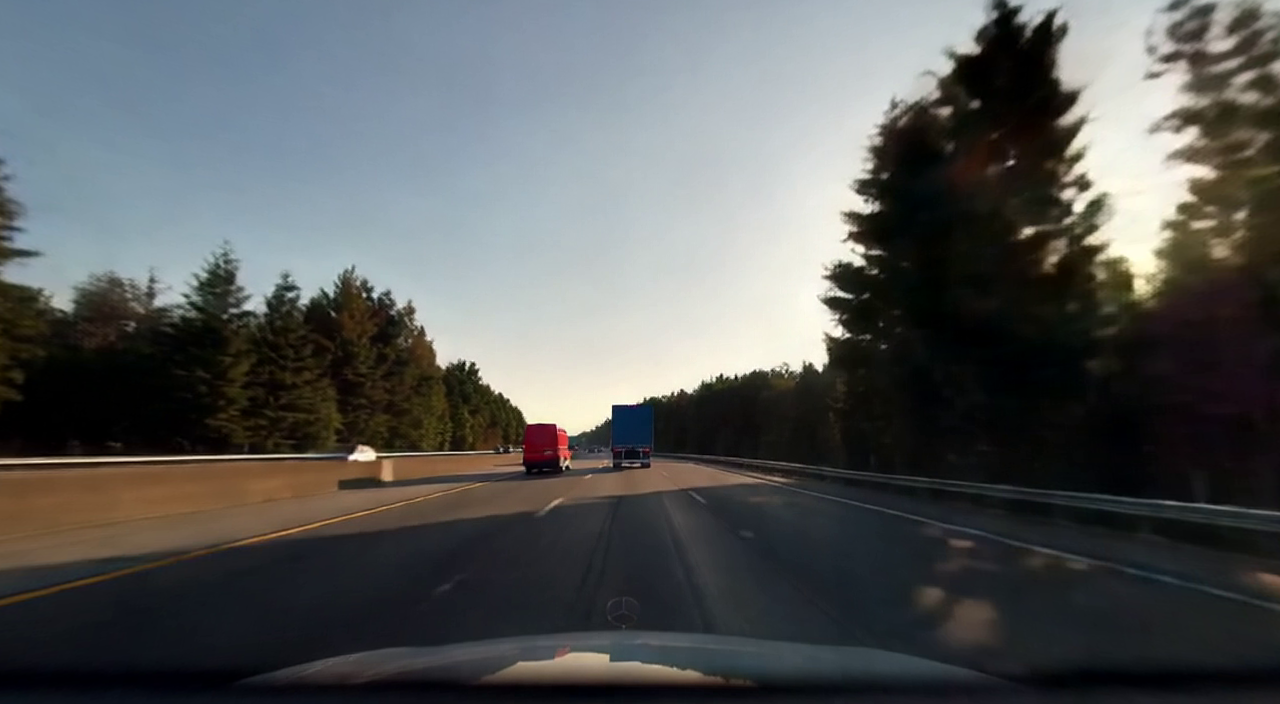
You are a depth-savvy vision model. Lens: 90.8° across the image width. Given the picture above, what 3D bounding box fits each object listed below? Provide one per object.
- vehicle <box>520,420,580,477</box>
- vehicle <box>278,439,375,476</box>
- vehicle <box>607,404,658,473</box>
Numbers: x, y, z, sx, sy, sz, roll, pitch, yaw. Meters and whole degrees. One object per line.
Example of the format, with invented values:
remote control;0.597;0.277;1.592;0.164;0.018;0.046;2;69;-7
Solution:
vehicle;-4.698;5.199;34.000;2.357;2.786;6.144;0;-9;-1
vehicle;-13.491;4.565;27.495;1.847;1.454;4.594;0;-9;0
vehicle;-0.582;5.886;42.448;2.995;4.036;10.311;0;-9;-1
